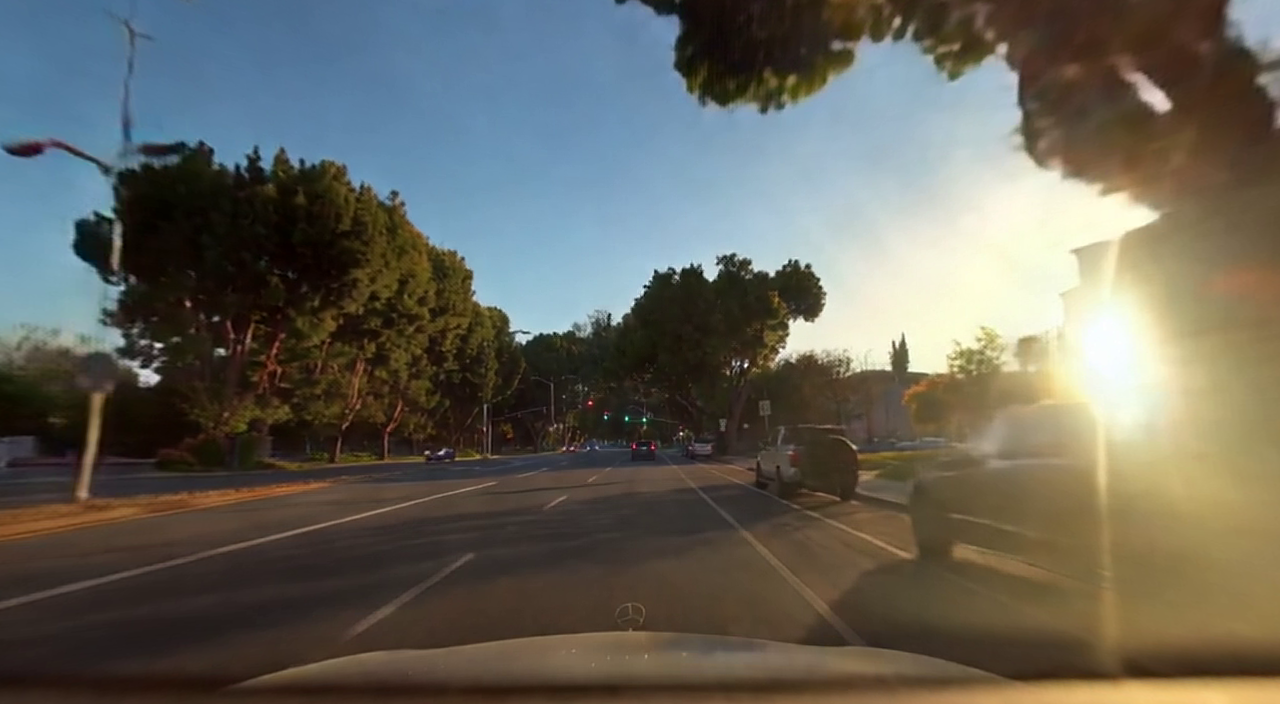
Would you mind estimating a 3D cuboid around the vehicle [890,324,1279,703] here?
[{"bbox_3d":[4.206,1.136,5.301,2.298,1.903,4.655,0,-8,1],"label":"vehicle"}]

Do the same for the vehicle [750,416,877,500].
[{"bbox_3d":[4.191,2.644,16.028,2.109,1.838,4.204,0,-8,2],"label":"vehicle"}]

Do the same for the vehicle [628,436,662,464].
[{"bbox_3d":[0.335,6.618,42.663,2.169,1.751,4.276,0,-8,1],"label":"vehicle"}]
